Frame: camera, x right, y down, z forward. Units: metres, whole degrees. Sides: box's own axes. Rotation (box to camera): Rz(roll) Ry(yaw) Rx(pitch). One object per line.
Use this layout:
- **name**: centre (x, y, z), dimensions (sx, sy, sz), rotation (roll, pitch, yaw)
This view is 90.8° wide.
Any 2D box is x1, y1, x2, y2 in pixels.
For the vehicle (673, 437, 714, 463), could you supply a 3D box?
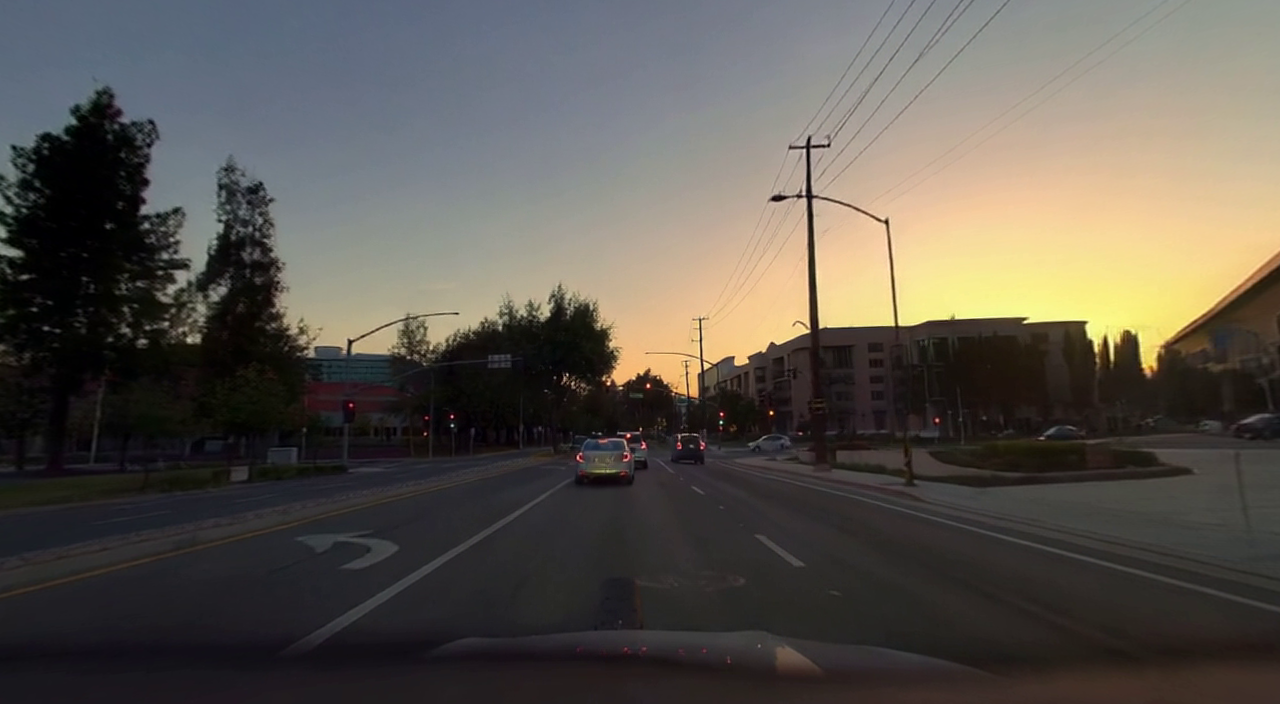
- **vehicle**: centre (3.231, 6.053, 38.998), dimensions (1.945, 1.470, 4.363), rotation (0, -9, -2)

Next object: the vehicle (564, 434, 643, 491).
- **vehicle**: centre (-0.976, 3.214, 18.701), dimensions (2.075, 1.470, 3.962), rotation (0, -9, 0)
